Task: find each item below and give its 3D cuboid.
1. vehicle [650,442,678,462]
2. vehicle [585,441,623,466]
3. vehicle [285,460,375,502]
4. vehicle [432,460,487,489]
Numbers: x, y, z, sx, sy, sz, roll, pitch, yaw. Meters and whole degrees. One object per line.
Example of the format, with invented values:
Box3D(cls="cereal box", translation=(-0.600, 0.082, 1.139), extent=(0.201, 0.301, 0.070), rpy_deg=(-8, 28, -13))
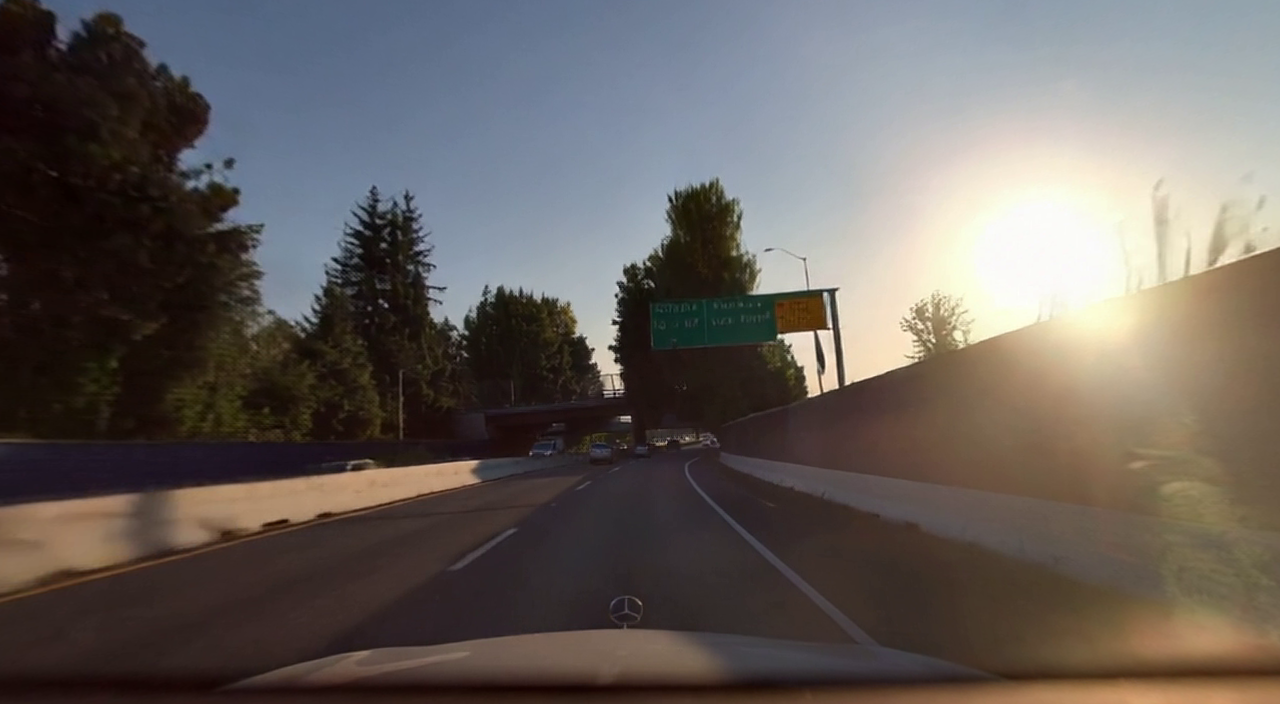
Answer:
Box3D(cls="vehicle", translation=(1.910, 7.735, 48.864), extent=(2.077, 1.533, 3.854), rpy_deg=(-1, -8, 4))
Box3D(cls="vehicle", translation=(-2.320, 6.609, 41.059), extent=(1.985, 1.518, 3.847), rpy_deg=(-1, -8, 4))
Box3D(cls="vehicle", translation=(-13.945, 5.792, 28.587), extent=(1.795, 1.604, 4.254), rpy_deg=(0, -8, 2))
Box3D(cls="vehicle", translation=(-10.146, 6.887, 35.650), extent=(1.793, 1.414, 4.022), rpy_deg=(0, -8, 2))
